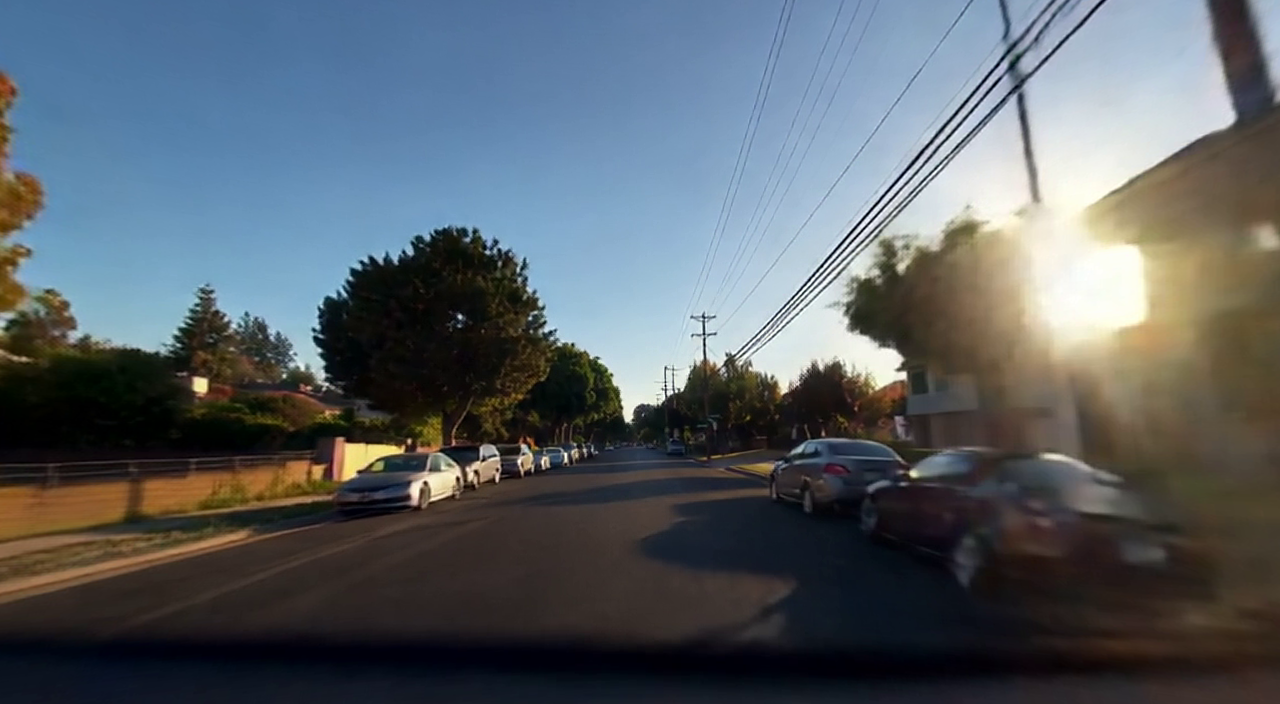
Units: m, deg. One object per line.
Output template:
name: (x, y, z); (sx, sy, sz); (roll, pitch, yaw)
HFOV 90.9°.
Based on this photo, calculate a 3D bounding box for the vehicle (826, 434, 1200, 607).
vehicle: (3.783, 1.740, 7.476); (1.851, 1.438, 4.177); (0, -8, 0)

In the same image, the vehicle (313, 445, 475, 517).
vehicle: (-6.041, 3.187, 16.288); (2.231, 1.492, 4.727); (1, -8, 0)
